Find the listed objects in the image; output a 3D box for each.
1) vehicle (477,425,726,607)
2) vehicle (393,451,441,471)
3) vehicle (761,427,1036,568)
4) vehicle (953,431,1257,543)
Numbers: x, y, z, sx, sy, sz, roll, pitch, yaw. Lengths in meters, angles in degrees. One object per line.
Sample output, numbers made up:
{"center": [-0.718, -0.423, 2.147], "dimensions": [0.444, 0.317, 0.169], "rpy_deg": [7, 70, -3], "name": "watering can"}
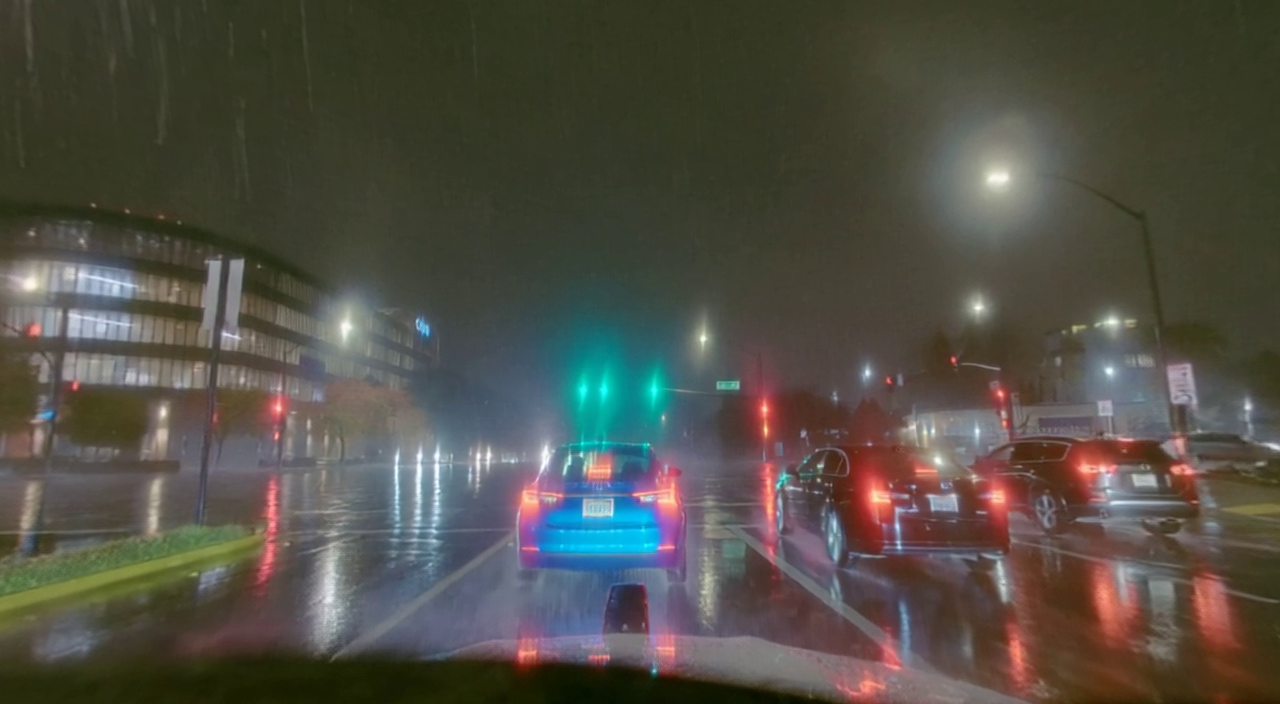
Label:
{"center": [-0.367, 1.654, 7.292], "dimensions": [2.059, 1.477, 3.988], "rpy_deg": [0, -8, -1], "name": "vehicle"}
{"center": [-17.123, 8.386, 48.666], "dimensions": [2.048, 1.463, 4.530], "rpy_deg": [0, -8, -1], "name": "vehicle"}
{"center": [3.216, 1.888, 8.973], "dimensions": [2.042, 1.508, 4.109], "rpy_deg": [0, -8, -2], "name": "vehicle"}
{"center": [7.446, 2.164, 10.788], "dimensions": [1.908, 1.517, 4.182], "rpy_deg": [0, -8, -1], "name": "vehicle"}
